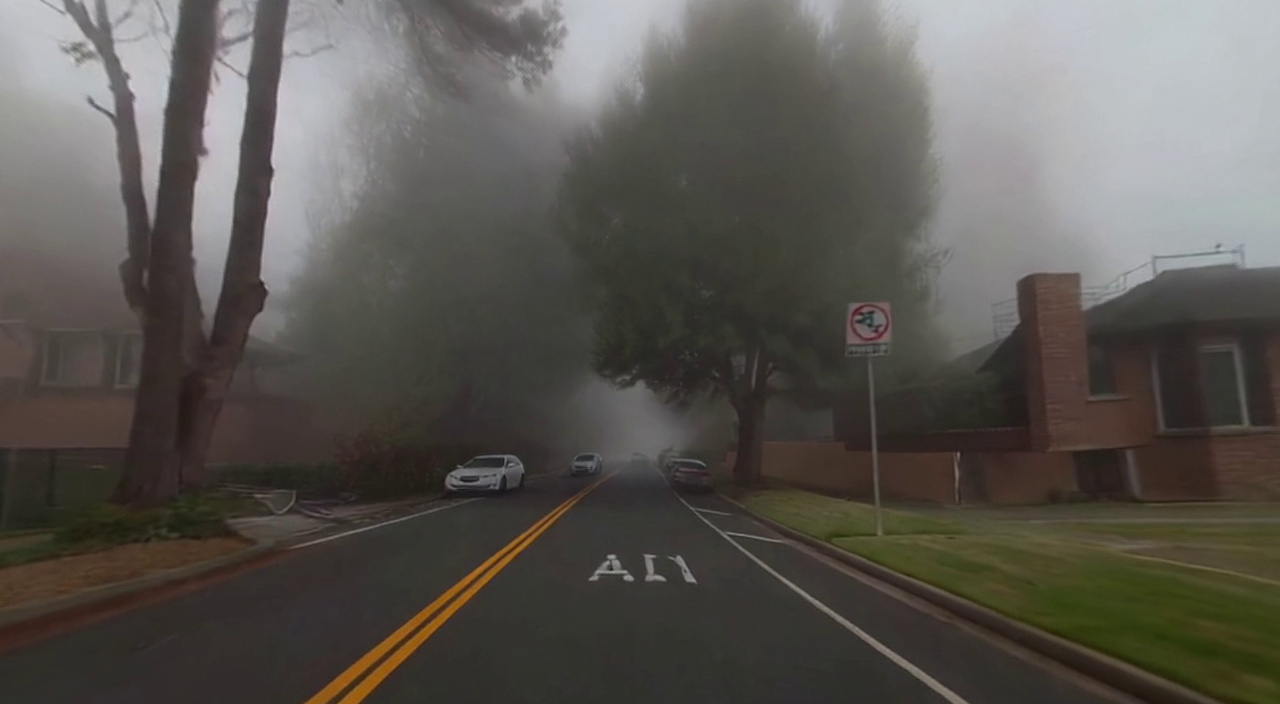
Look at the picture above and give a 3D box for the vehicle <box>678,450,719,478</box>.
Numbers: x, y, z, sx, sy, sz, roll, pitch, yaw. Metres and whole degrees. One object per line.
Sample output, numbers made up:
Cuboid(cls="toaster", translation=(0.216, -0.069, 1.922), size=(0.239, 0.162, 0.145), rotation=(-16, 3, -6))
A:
Cuboid(cls="vehicle", translation=(3.911, 7.520, 42.816), size=(1.937, 1.752, 4.574), rotation=(1, -9, -5))
